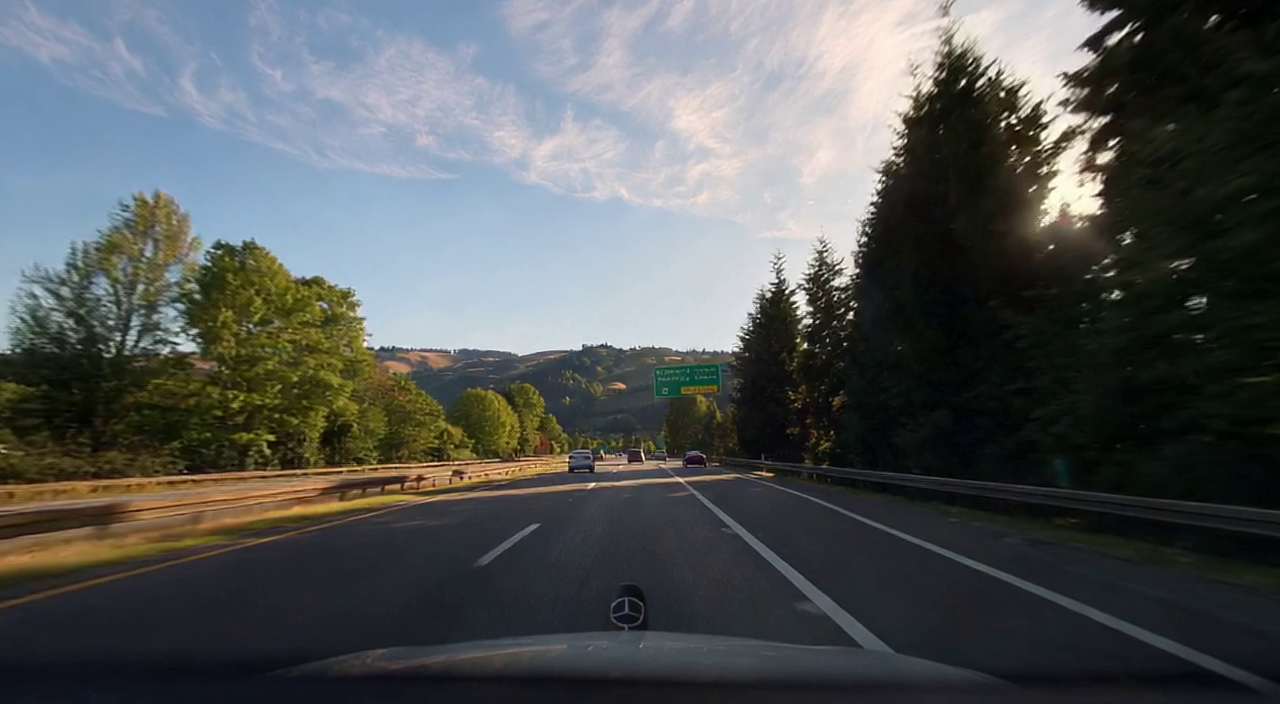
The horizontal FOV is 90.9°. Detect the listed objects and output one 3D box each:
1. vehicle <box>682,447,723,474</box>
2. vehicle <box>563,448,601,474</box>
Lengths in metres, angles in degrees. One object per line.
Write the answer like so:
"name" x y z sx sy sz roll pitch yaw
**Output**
"vehicle" 3.650 6.453 37.700 2.019 1.475 4.301 0 -9 0
"vehicle" -3.425 6.534 37.955 1.955 1.468 3.637 0 -9 0
